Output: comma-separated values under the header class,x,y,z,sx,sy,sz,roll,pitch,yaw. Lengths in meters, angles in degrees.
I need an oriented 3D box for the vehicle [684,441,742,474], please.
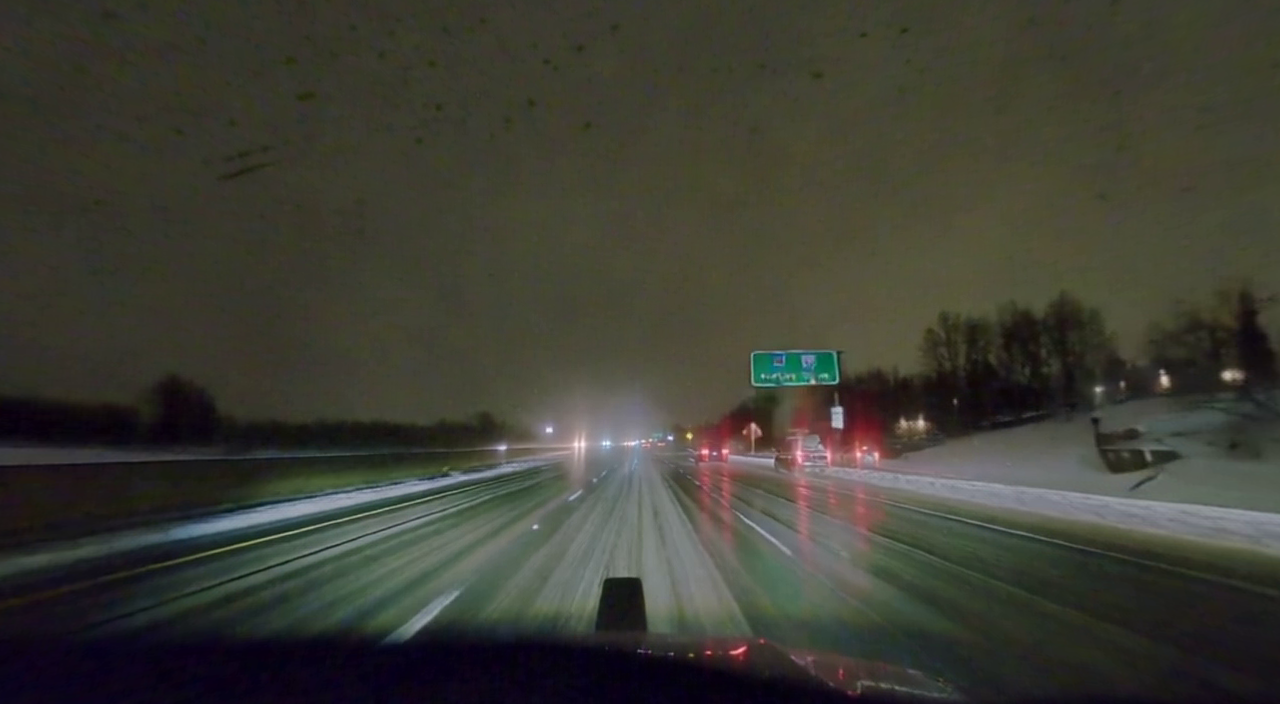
class,x,y,z,sx,sy,sz,roll,pitch,yaw
vehicle,3.470,5.136,30.937,2.193,1.462,4.533,0,-8,-1
